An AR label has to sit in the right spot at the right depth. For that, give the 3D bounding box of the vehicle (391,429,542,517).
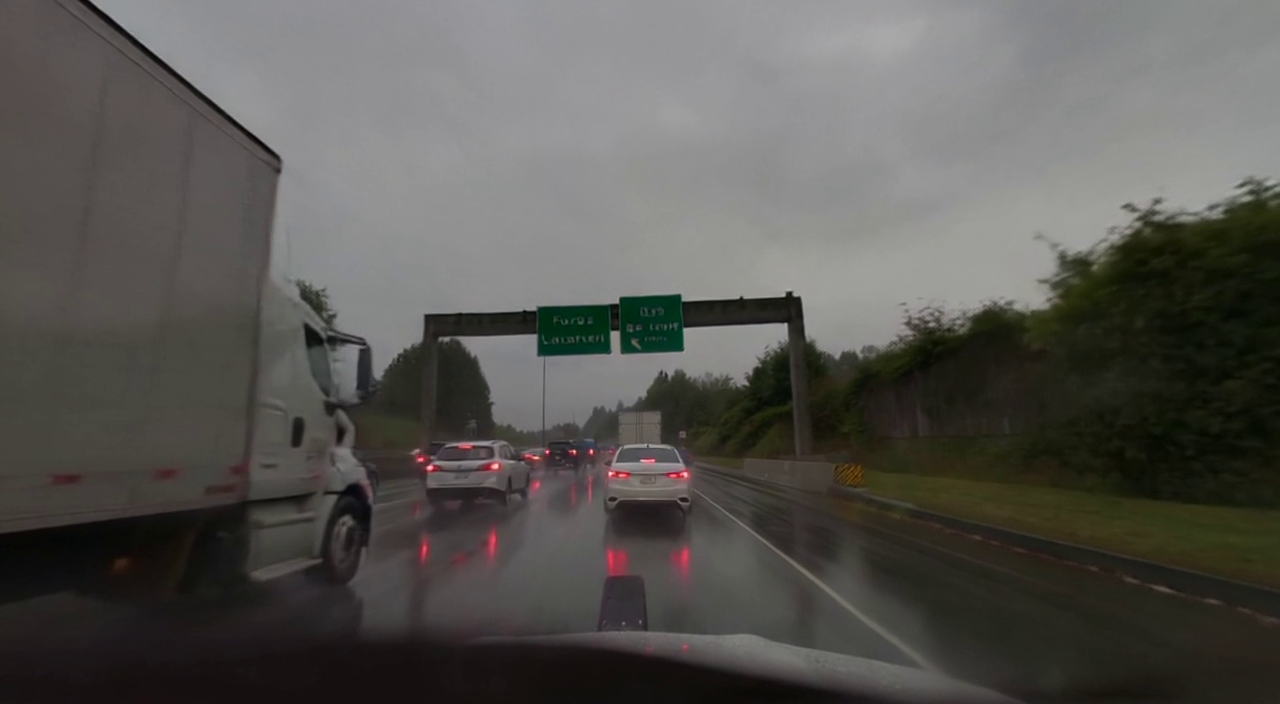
[{"bbox_3d":[-3.645,2.647,14.202,2.165,1.638,4.317,0,-9,0],"label":"vehicle"}]

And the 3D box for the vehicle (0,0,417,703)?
[{"bbox_3d":[-3.876,0.130,2.835,2.832,3.293,7.782,0,-9,0],"label":"vehicle"}]

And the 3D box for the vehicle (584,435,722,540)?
[{"bbox_3d":[0.161,2.235,10.914,1.995,1.495,3.380,0,-9,-1],"label":"vehicle"}]
